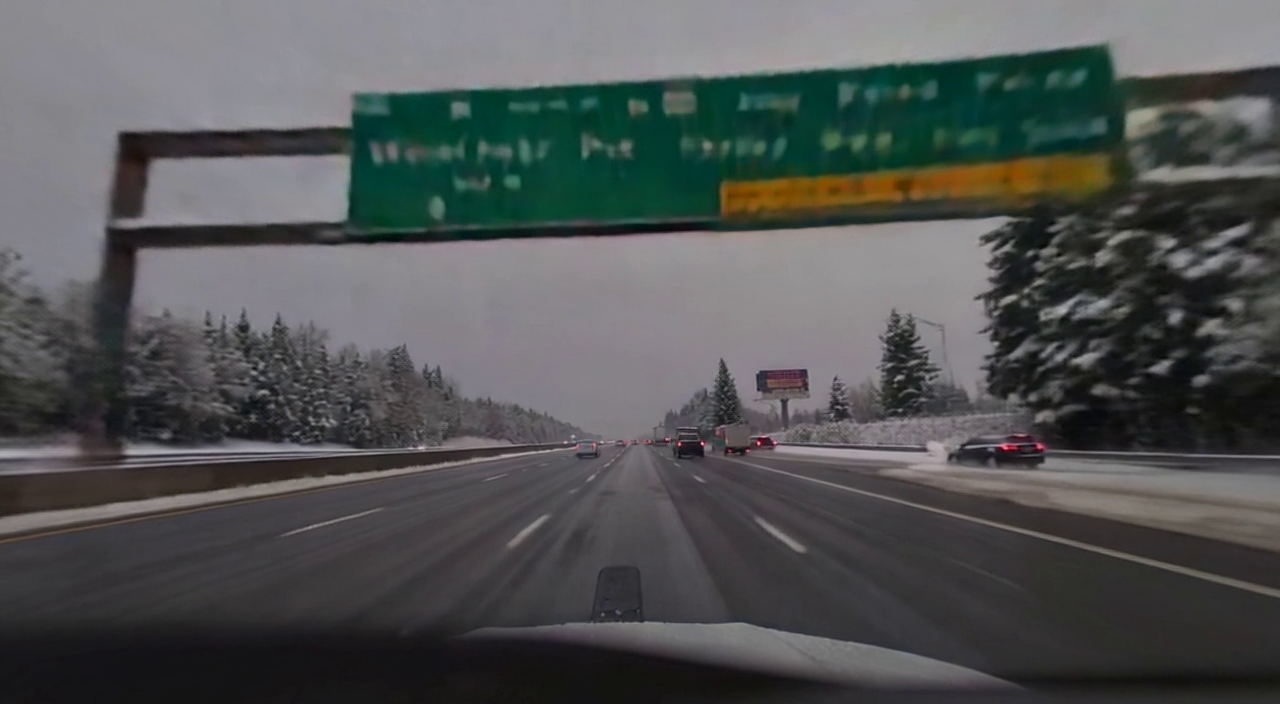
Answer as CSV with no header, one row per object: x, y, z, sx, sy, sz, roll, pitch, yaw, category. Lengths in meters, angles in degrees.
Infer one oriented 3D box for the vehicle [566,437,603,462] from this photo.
-3.567,6.351,41.181,2.066,1.500,4.415,0,-8,0,vehicle

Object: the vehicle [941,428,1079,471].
17.324,4.599,29.926,2.261,1.824,5.678,2,-9,-12,vehicle

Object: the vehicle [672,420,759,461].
4.025,5.346,37.699,3.042,2.004,14.051,0,-8,-2,vehicle
